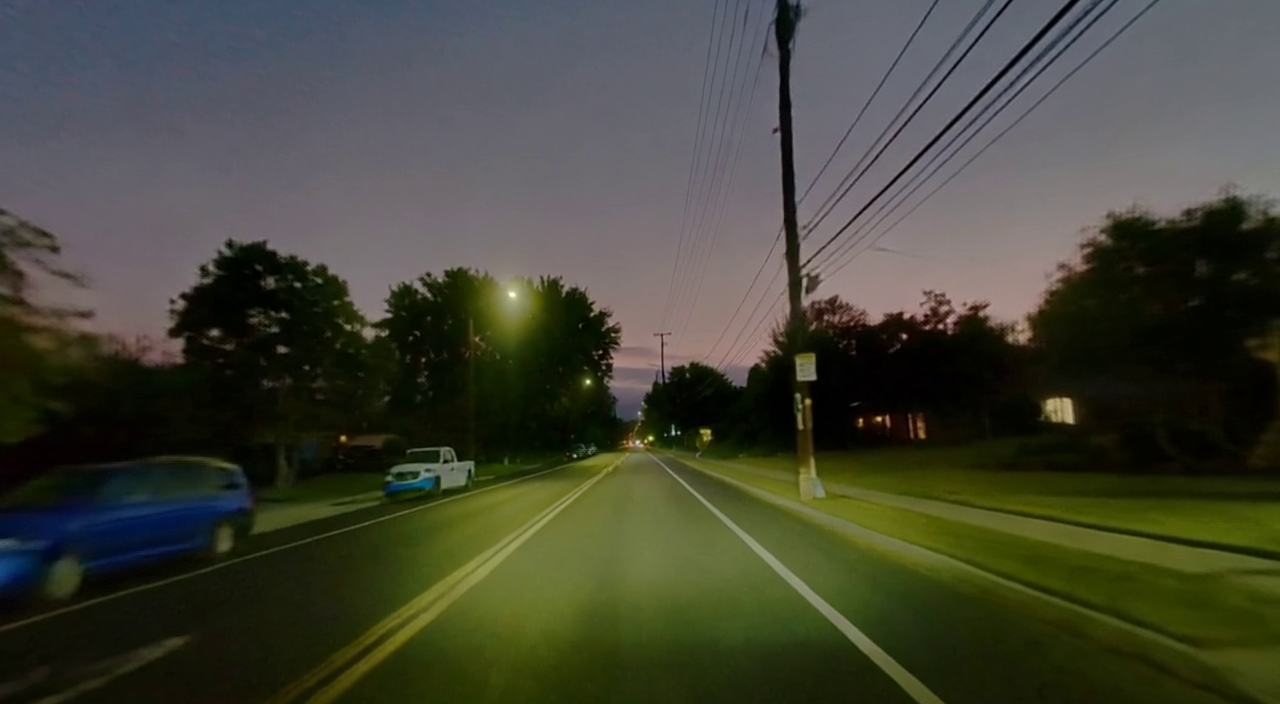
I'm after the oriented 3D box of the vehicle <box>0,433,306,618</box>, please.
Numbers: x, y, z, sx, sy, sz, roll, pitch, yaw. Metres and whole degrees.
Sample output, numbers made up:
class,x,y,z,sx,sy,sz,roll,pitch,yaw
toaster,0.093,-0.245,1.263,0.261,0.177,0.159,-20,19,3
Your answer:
class,x,y,z,sx,sy,sz,roll,pitch,yaw
vehicle,-6.446,1.910,7.671,2.129,1.556,4.778,-4,-9,1

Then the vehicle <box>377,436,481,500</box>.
class,x,y,z,sx,sy,sz,roll,pitch,yaw
vehicle,-6.713,3.742,20.607,1.923,1.687,4.511,-4,-9,-1
